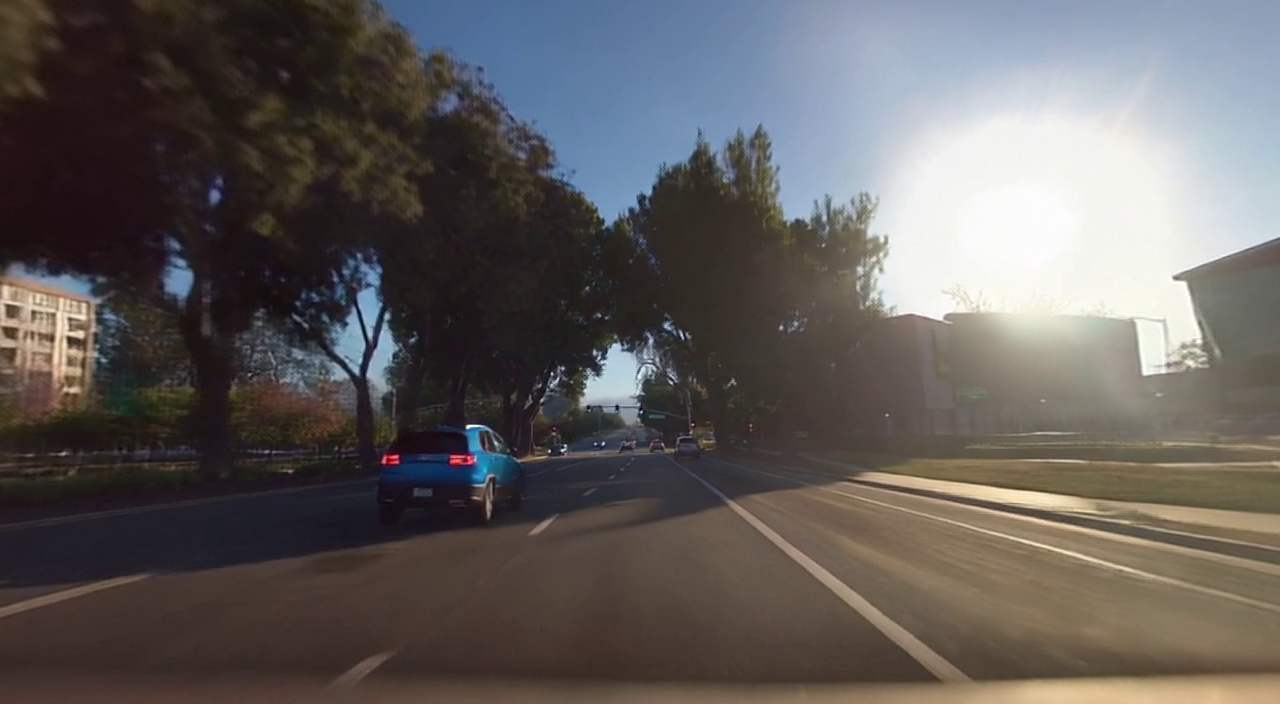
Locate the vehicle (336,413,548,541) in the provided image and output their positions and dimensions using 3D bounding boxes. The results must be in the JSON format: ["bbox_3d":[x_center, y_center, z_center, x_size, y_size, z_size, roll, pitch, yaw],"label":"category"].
[{"bbox_3d":[-3.017,2.023,10.836,2.033,1.713,4.503,0,-8,2],"label":"vehicle"}]
